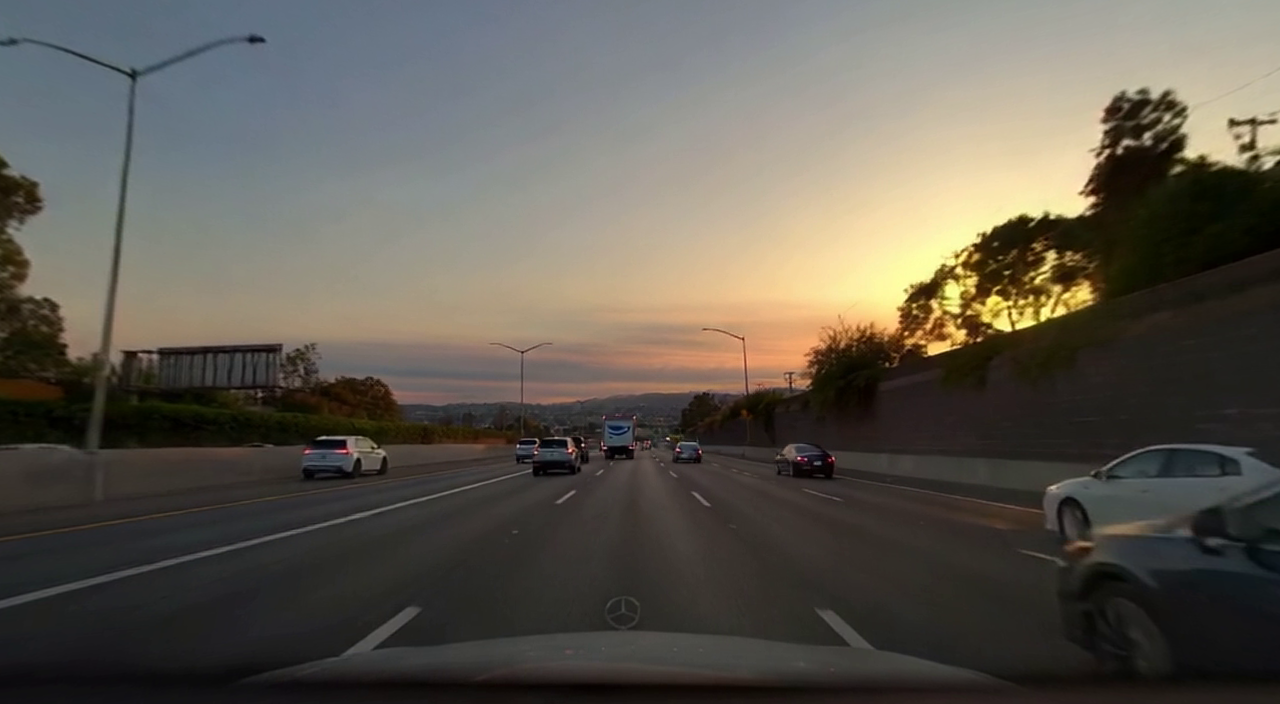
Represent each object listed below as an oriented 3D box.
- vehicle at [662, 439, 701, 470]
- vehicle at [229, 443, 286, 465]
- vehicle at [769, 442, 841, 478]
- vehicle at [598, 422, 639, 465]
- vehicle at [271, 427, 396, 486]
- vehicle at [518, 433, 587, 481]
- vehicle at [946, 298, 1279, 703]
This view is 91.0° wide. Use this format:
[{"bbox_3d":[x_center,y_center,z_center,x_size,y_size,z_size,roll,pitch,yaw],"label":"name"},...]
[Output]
[{"bbox_3d":[2.326,5.878,36.236,2.067,1.654,3.985,0,-9,1],"label":"vehicle"},{"bbox_3d":[-28.566,7.633,47.171,1.709,1.502,3.856,0,-9,1],"label":"vehicle"},{"bbox_3d":[7.384,4.867,28.689,1.970,1.499,4.491,1,-9,-1],"label":"vehicle"},{"bbox_3d":[-1.393,6.353,43.555,2.456,2.705,6.251,0,-9,2],"label":"vehicle"},{"bbox_3d":[-10.117,3.494,21.240,2.023,1.739,4.229,0,-9,1],"label":"vehicle"},{"bbox_3d":[-3.322,4.085,24.787,2.095,1.688,4.188,0,-9,0],"label":"vehicle"},{"bbox_3d":[3.069,0.624,1.320,2.179,1.739,5.331,0,-9,0],"label":"vehicle"}]
